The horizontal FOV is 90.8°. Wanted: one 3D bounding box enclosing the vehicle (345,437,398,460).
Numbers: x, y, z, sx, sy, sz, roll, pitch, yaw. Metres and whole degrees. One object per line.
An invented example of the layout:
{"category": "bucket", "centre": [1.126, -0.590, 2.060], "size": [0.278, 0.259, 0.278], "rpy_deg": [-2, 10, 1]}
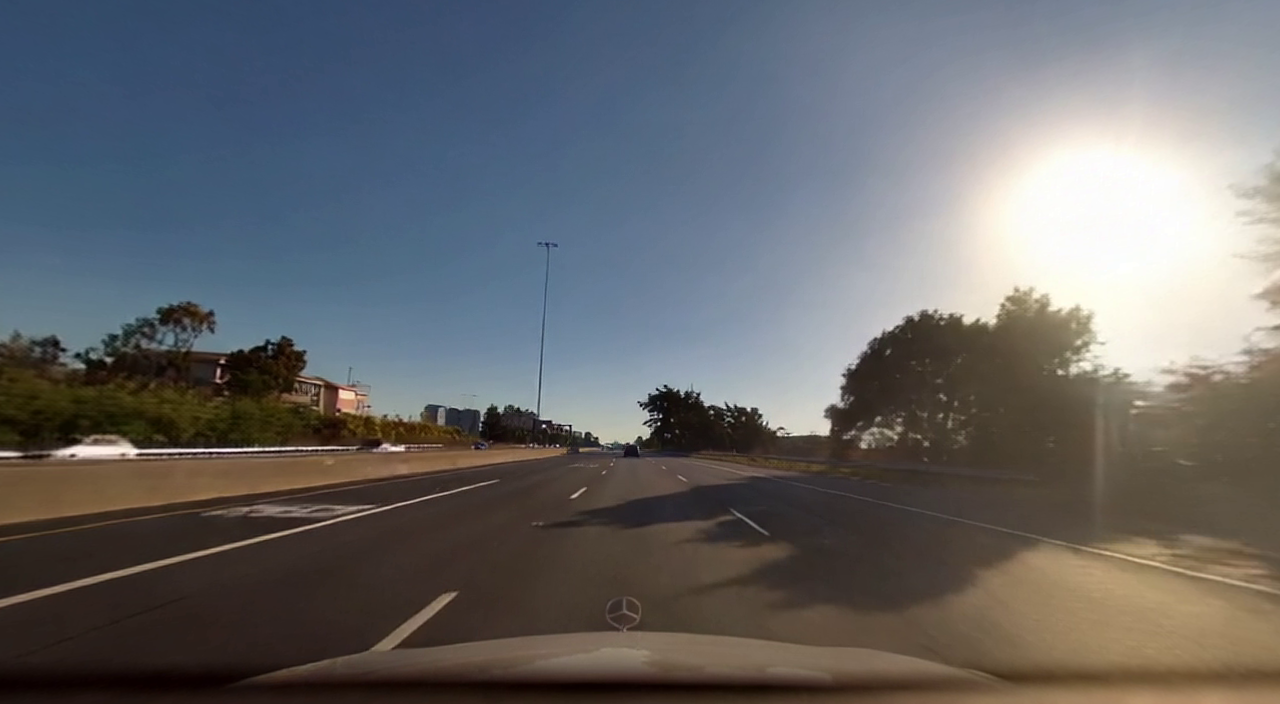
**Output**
{"category": "vehicle", "centre": [-17.386, 6.259, 40.995], "size": [1.723, 1.428, 3.842], "rpy_deg": [0, -9, 1]}

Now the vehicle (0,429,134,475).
{"category": "vehicle", "centre": [-21.199, 3.613, 22.862], "size": [1.900, 1.471, 4.555], "rpy_deg": [0, -9, 0]}
